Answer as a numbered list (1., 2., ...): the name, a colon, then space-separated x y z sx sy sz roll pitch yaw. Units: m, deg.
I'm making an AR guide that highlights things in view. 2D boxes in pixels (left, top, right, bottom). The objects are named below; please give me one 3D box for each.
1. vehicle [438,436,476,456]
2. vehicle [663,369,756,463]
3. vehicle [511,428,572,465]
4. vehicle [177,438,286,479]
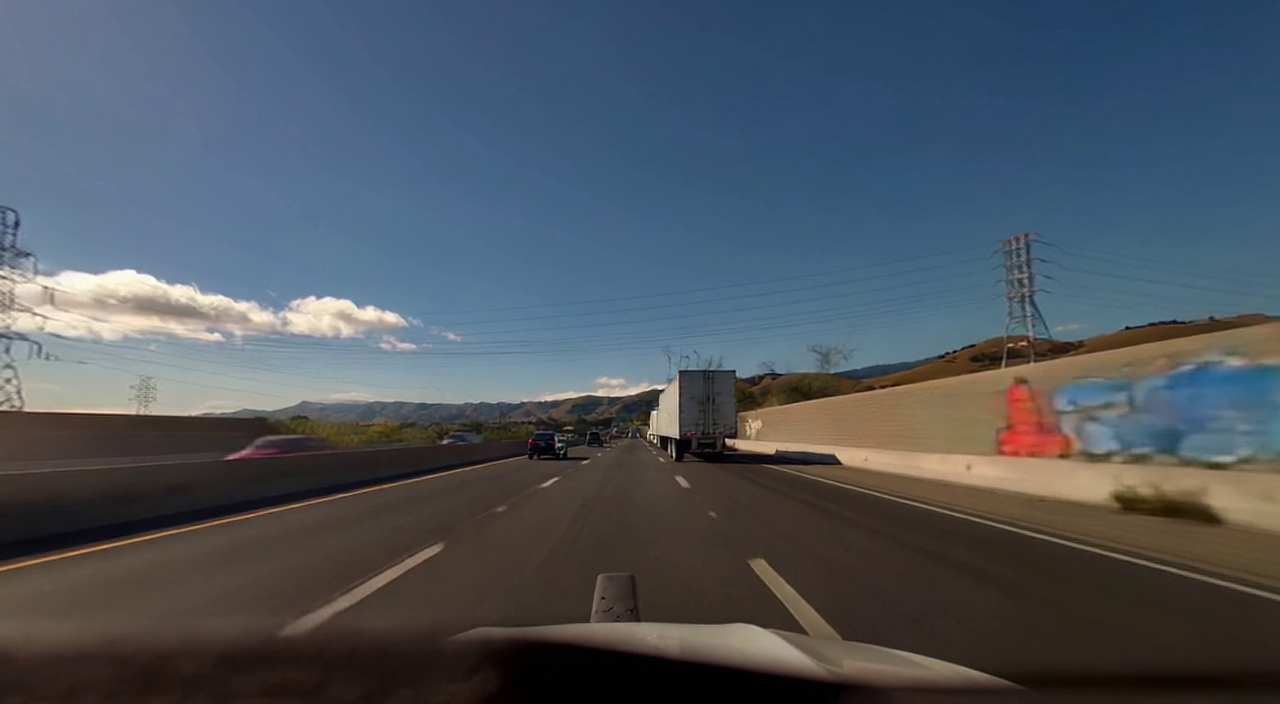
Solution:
1. vehicle: -12.097 6.214 41.827 1.590 1.306 3.344 0 -8 -1
2. vehicle: 3.075 3.363 31.525 3.060 3.842 11.095 0 -8 -2
3. vehicle: -4.246 4.153 27.875 1.965 1.486 4.448 0 -8 0
4. vehicle: -15.860 4.119 24.735 1.716 1.396 3.946 0 -7 -2
